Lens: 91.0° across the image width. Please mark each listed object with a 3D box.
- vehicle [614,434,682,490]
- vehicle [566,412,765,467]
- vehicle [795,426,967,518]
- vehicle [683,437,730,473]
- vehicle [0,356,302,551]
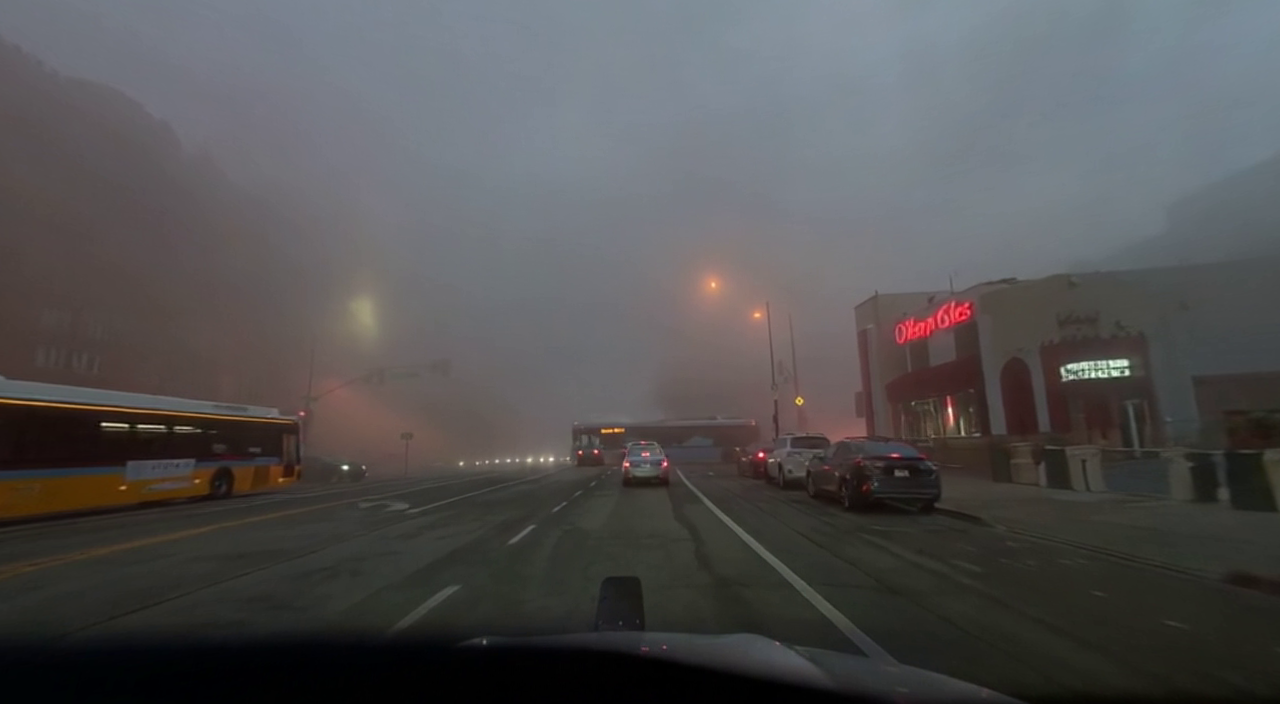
[{"bbox_3d":[0.190,3.739,21.715,2.089,1.699,4.650,1,-9,-1],"label":"vehicle"},{"bbox_3d":[1.721,5.952,42.883,12.978,3.538,3.117,0,-9,3],"label":"vehicle"},{"bbox_3d":[5.000,2.553,13.880,2.014,1.681,4.332,0,-9,-1],"label":"vehicle"},{"bbox_3d":[3.309,5.217,32.104,2.222,1.688,3.952,0,-9,3],"label":"vehicle"},{"bbox_3d":[-12.838,2.277,14.328,3.356,3.365,12.460,0,-9,0],"label":"vehicle"}]
